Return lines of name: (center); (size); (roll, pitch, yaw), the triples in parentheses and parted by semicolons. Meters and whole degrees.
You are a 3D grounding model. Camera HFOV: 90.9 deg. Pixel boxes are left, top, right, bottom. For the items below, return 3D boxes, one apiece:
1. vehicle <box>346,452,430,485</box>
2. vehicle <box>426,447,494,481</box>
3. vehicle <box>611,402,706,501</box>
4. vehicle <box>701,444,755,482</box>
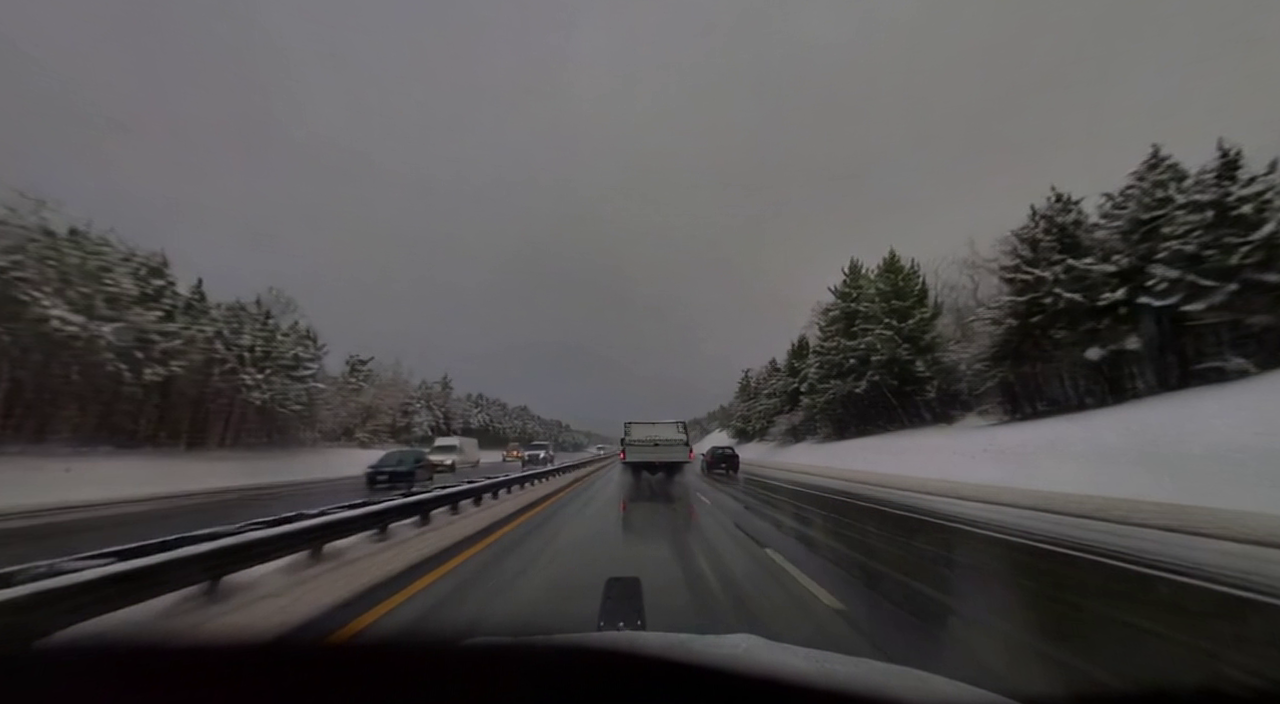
vehicle: (-12.592, 5.841, 31.860); (2.325, 1.498, 4.589); (0, -9, 0)
vehicle: (-8.750, 5.470, 31.105); (2.009, 1.535, 4.266); (0, -9, 1)
vehicle: (0.373, 2.929, 18.699); (2.423, 2.517, 5.055); (0, -9, -2)
vehicle: (3.641, 4.673, 26.763); (1.654, 1.441, 4.066); (0, -9, -1)
